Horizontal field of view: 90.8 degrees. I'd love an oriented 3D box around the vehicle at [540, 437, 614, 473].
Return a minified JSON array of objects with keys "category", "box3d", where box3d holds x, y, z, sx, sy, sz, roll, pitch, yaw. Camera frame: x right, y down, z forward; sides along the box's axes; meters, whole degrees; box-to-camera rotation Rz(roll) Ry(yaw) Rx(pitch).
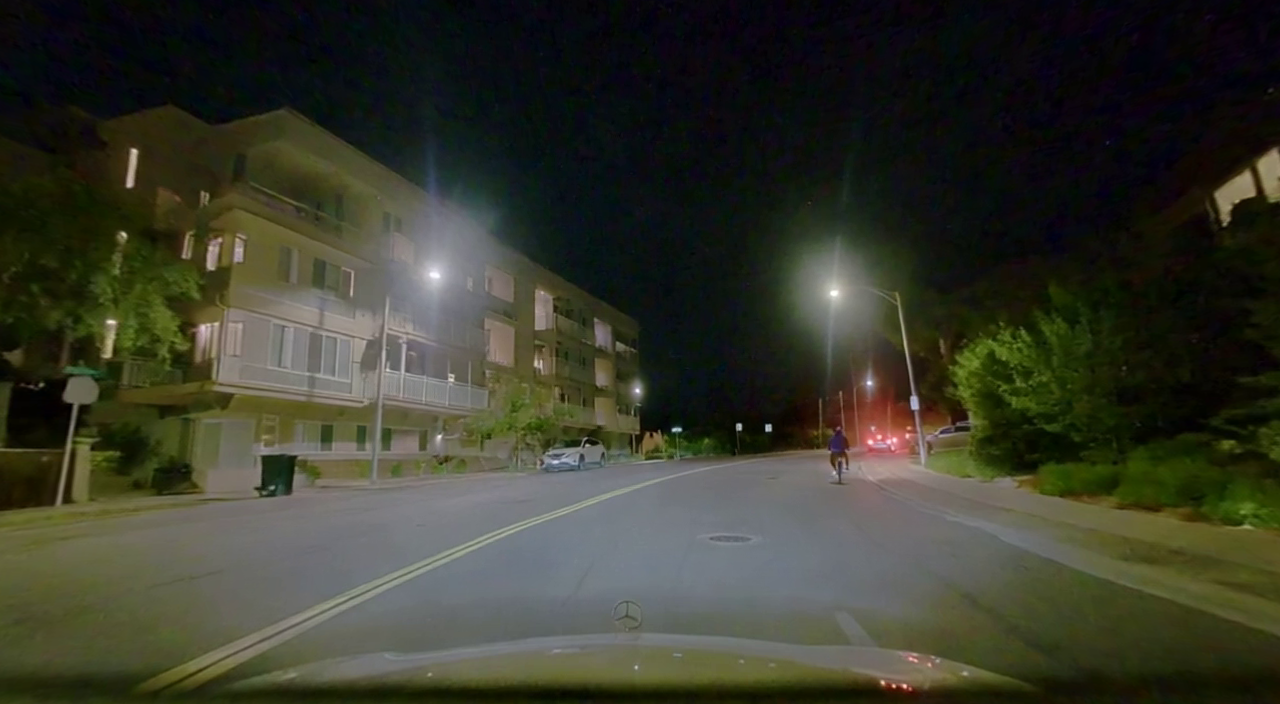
[{"category":"vehicle","box3d":[-3.090,5.174,31.901,1.937,1.670,4.391,-3,-9,20]}]
